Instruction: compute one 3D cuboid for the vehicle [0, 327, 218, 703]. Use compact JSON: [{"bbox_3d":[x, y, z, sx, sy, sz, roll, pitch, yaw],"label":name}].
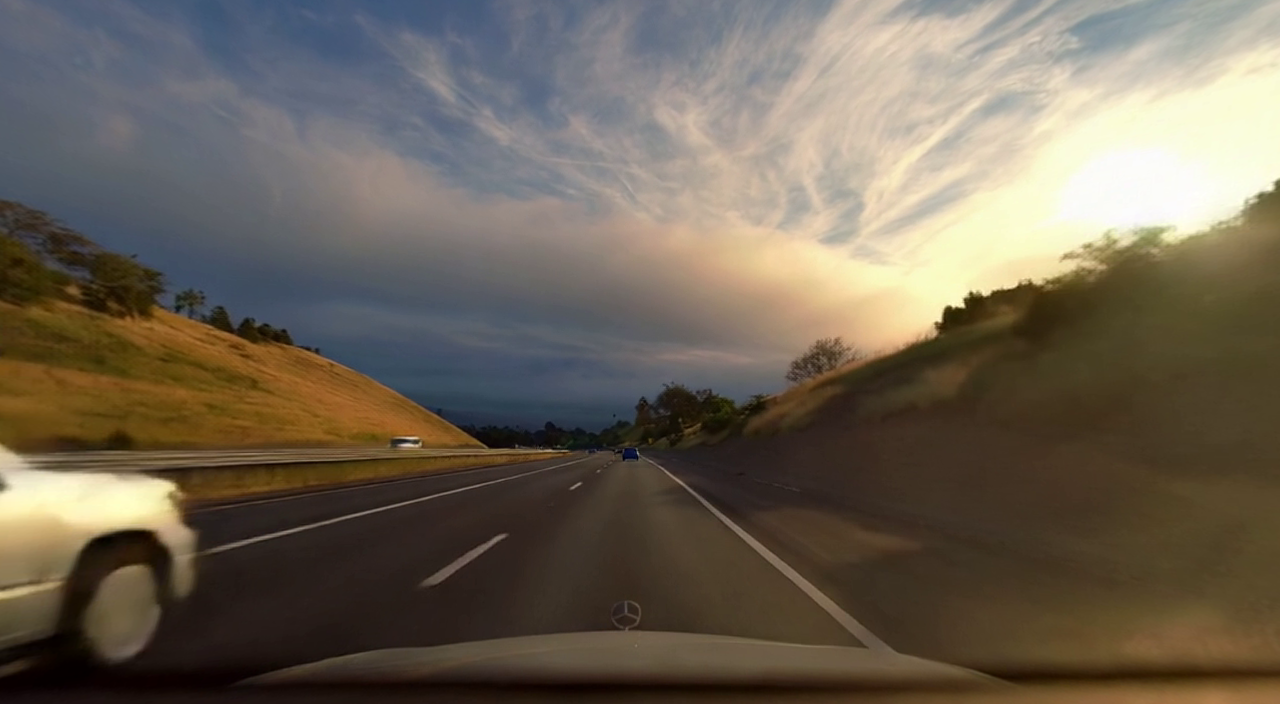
[{"bbox_3d":[-3.754,0.642,1.585,1.942,1.828,4.868,0,-9,1],"label":"vehicle"}]
